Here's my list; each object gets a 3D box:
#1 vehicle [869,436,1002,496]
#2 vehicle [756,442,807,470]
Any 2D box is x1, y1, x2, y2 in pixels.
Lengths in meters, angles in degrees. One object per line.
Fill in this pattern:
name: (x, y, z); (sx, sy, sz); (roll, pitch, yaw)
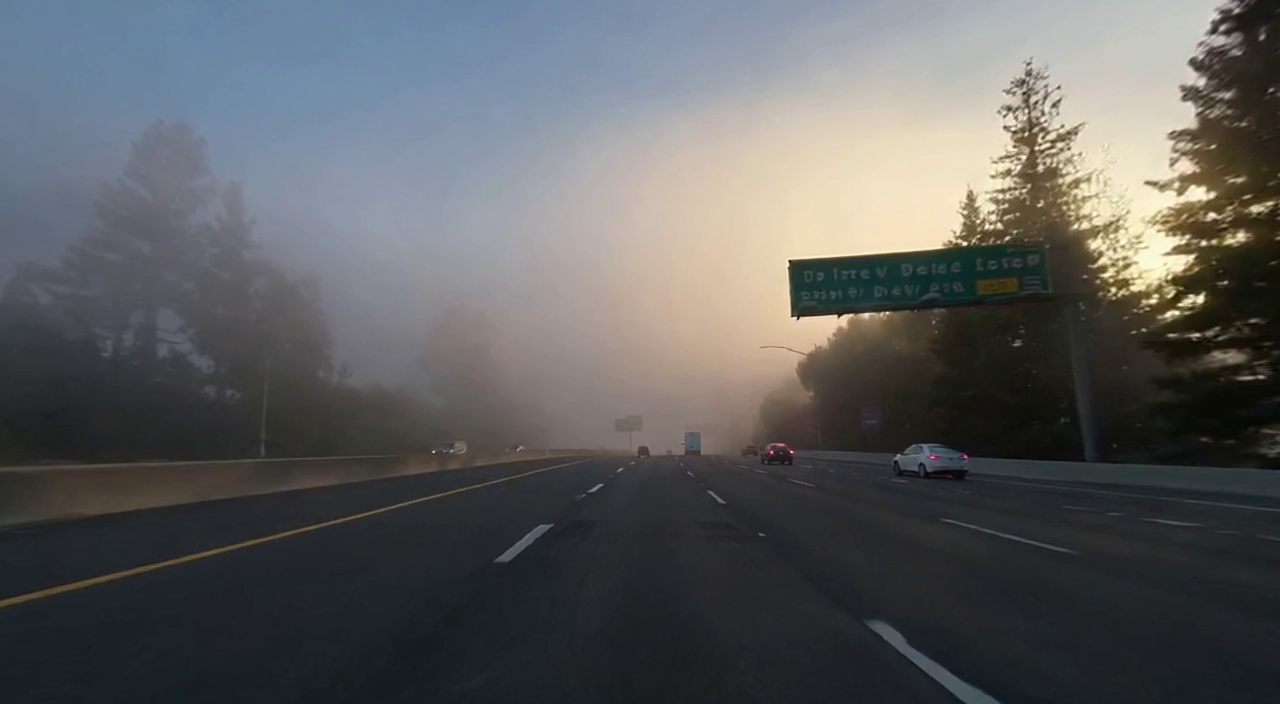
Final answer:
vehicle: (8.936, 3.474, 19.637); (2.090, 1.643, 4.513); (0, -9, 3)
vehicle: (8.090, 5.966, 36.506); (1.861, 1.500, 4.860); (0, -9, 0)
